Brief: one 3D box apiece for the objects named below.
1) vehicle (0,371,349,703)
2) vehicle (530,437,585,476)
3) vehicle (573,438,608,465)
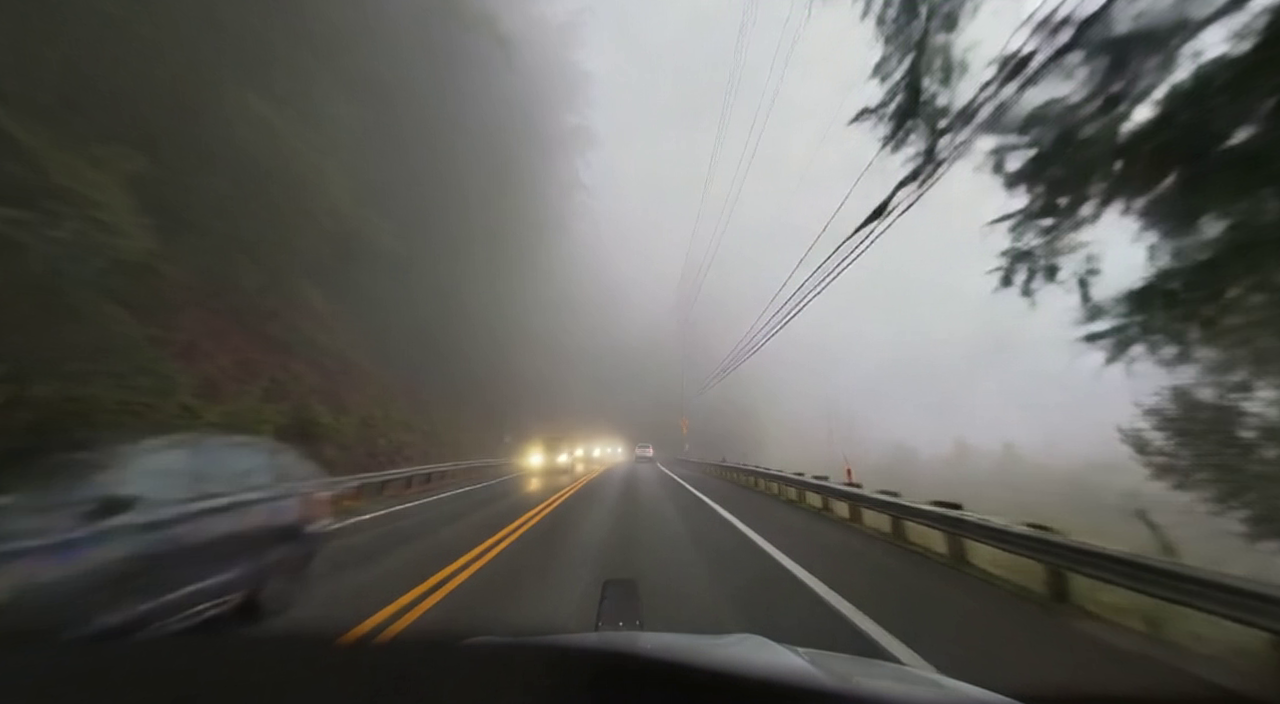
[{"bbox_3d":[-3.920,1.143,4.037,2.155,1.727,4.142,0,-9,-1],"label":"vehicle"},{"bbox_3d":[-3.894,5.008,30.435,2.013,1.743,4.205,0,-9,0],"label":"vehicle"},{"bbox_3d":[-3.599,7.332,46.674,2.120,1.821,4.650,0,-9,1],"label":"vehicle"}]
